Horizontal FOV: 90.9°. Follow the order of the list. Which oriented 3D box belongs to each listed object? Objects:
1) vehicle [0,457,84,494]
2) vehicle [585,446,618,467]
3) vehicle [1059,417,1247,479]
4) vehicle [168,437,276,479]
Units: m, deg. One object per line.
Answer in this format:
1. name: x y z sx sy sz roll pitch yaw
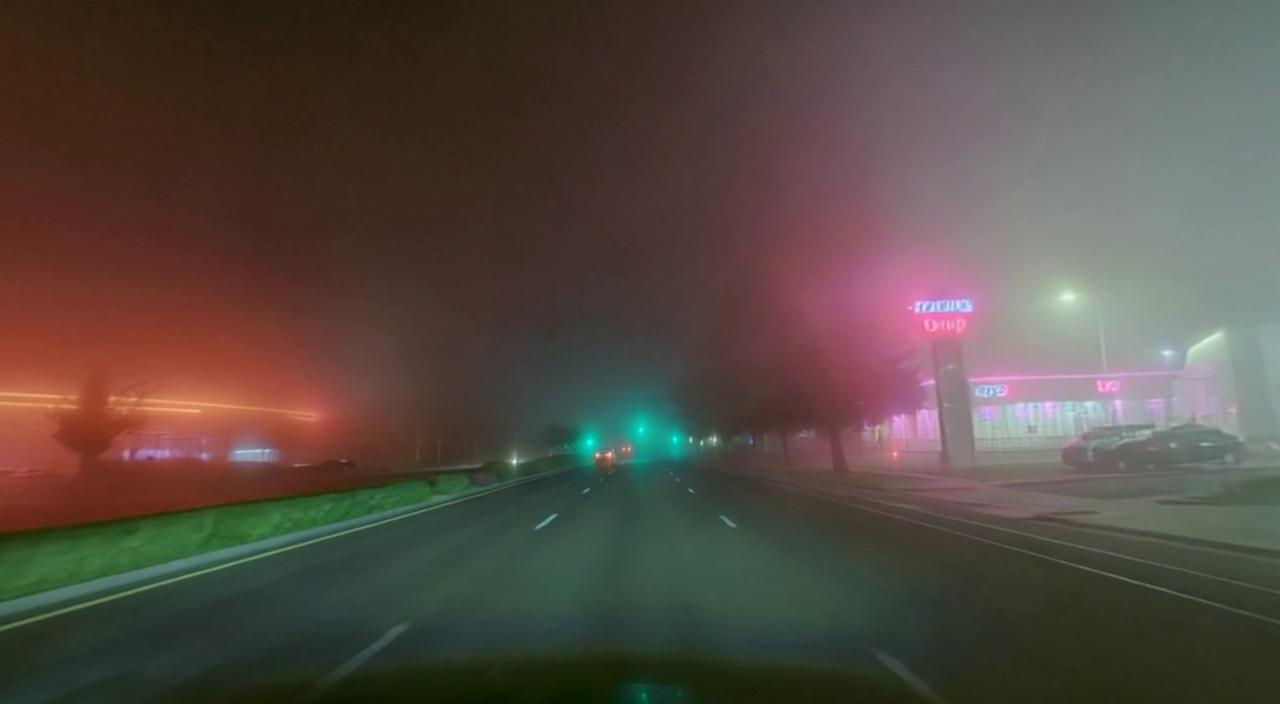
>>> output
1. vehicle: -31.545 6.351 32.665 1.830 1.663 4.166 1 -8 -6
2. vehicle: -2.841 7.820 47.305 2.082 1.460 4.442 0 -8 1
3. vehicle: 16.878 3.215 21.195 2.038 1.827 4.870 0 -8 -2
4. vehicle: -29.606 7.502 44.791 5.890 2.815 2.228 0 -8 -2
